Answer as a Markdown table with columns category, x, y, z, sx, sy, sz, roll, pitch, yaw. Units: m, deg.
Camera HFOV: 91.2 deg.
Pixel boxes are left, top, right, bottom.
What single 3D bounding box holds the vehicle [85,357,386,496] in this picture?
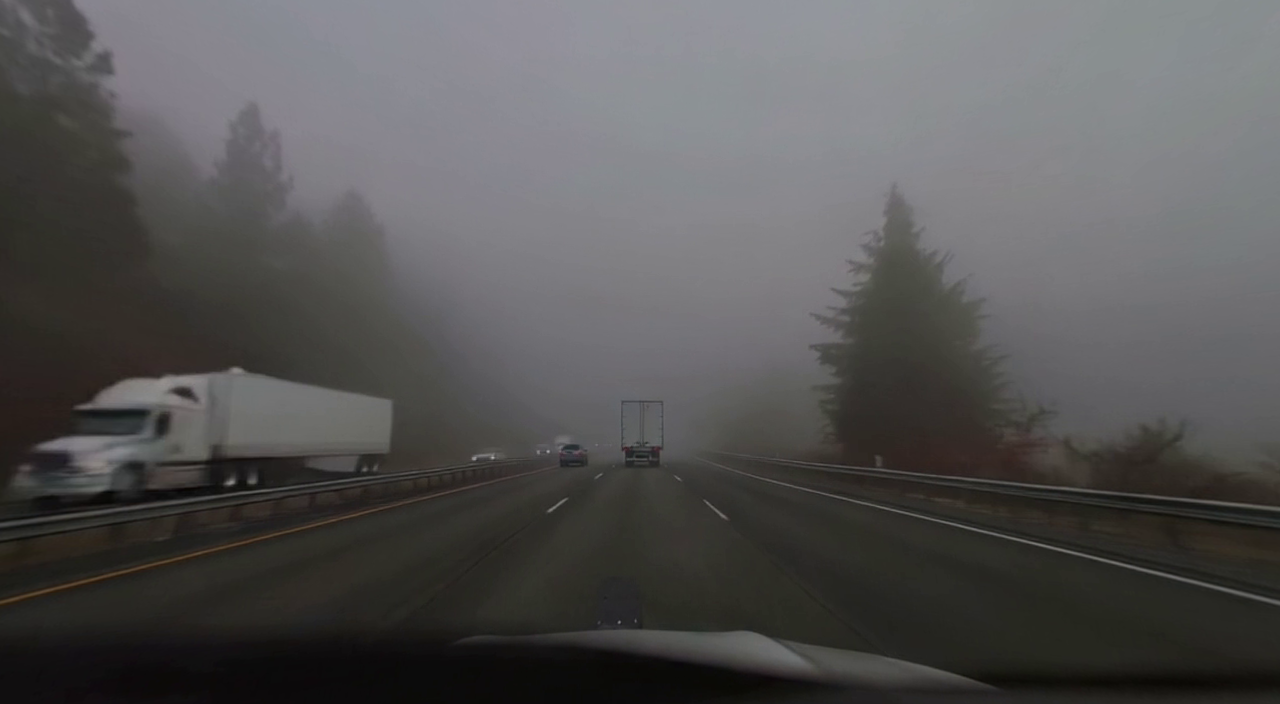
| category | x | y | z | sx | sy | sz | roll | pitch | yaw |
| --- | --- | --- | --- | --- | --- | --- | --- | --- | --- |
| vehicle | -14.755 | 3.259 | 25.533 | 2.947 | 4.091 | 13.930 | 0 | -9 | 0 |

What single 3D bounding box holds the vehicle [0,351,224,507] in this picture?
| category | x | y | z | sx | sy | sz | roll | pitch | yaw |
| --- | --- | --- | --- | --- | --- | --- | --- | --- | --- |
| vehicle | -14.853 | 2.231 | 17.910 | 2.934 | 3.940 | 3.841 | 0 | -9 | 1 |

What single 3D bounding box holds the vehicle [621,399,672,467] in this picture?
| category | x | y | z | sx | sy | sz | roll | pitch | yaw |
| --- | --- | --- | --- | --- | --- | --- | --- | --- | --- |
| vehicle | 0.340 | 5.765 | 43.577 | 3.100 | 4.091 | 10.664 | 0 | -9 | 0 |

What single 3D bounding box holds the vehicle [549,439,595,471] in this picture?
| category | x | y | z | sx | sy | sz | roll | pitch | yaw |
| --- | --- | --- | --- | --- | --- | --- | --- | --- | --- |
| vehicle | -3.759 | 5.808 | 35.486 | 2.112 | 1.645 | 4.129 | 0 | -9 | 0 |

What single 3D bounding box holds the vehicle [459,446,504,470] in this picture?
| category | x | y | z | sx | sy | sz | roll | pitch | yaw |
| --- | --- | --- | --- | --- | --- | --- | --- | --- | --- |
| vehicle | -10.263 | 6.872 | 40.842 | 1.845 | 1.488 | 4.104 | 0 | -9 | 1 |
